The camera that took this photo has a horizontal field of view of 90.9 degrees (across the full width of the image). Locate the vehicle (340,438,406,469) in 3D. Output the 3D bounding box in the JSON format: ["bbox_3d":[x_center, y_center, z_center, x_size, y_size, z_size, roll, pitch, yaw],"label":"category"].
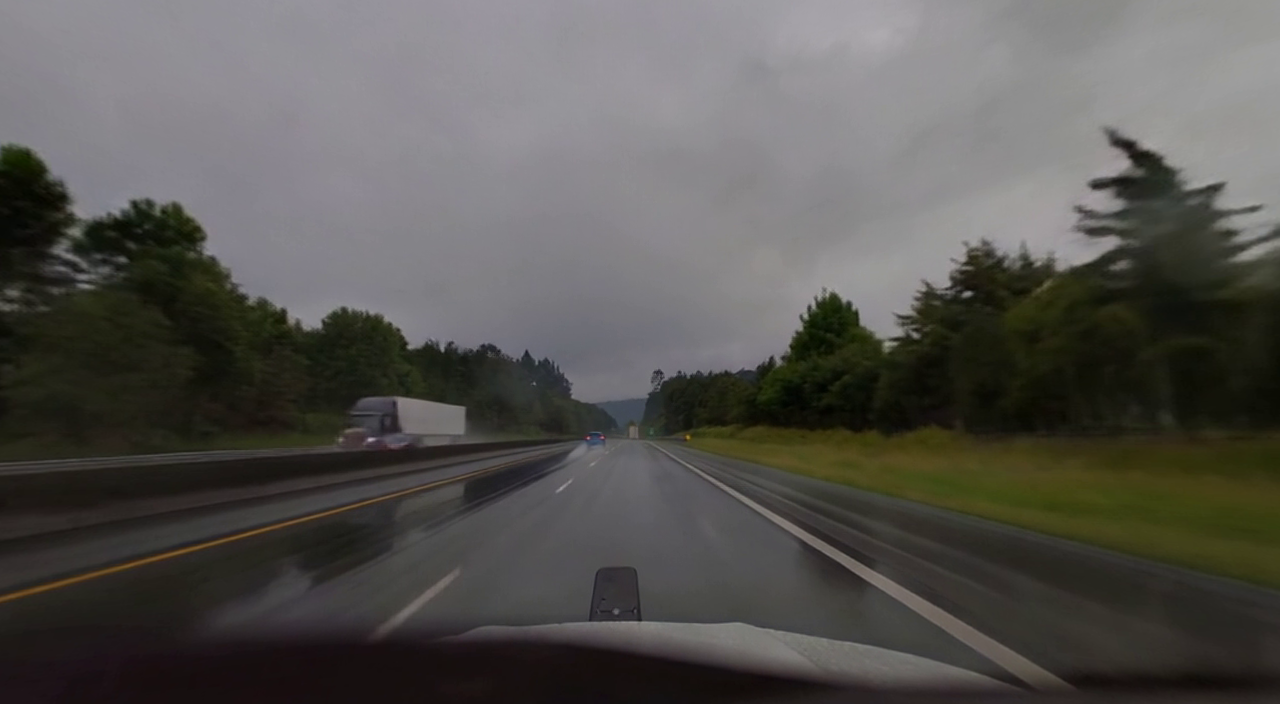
[{"bbox_3d":[-12.313,4.675,29.217,1.669,1.358,3.302,0,-8,-2],"label":"vehicle"}]

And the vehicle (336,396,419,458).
[{"bbox_3d":[-17.338,5.033,42.105,2.930,3.853,5.885,0,-8,-1],"label":"vehicle"}]
